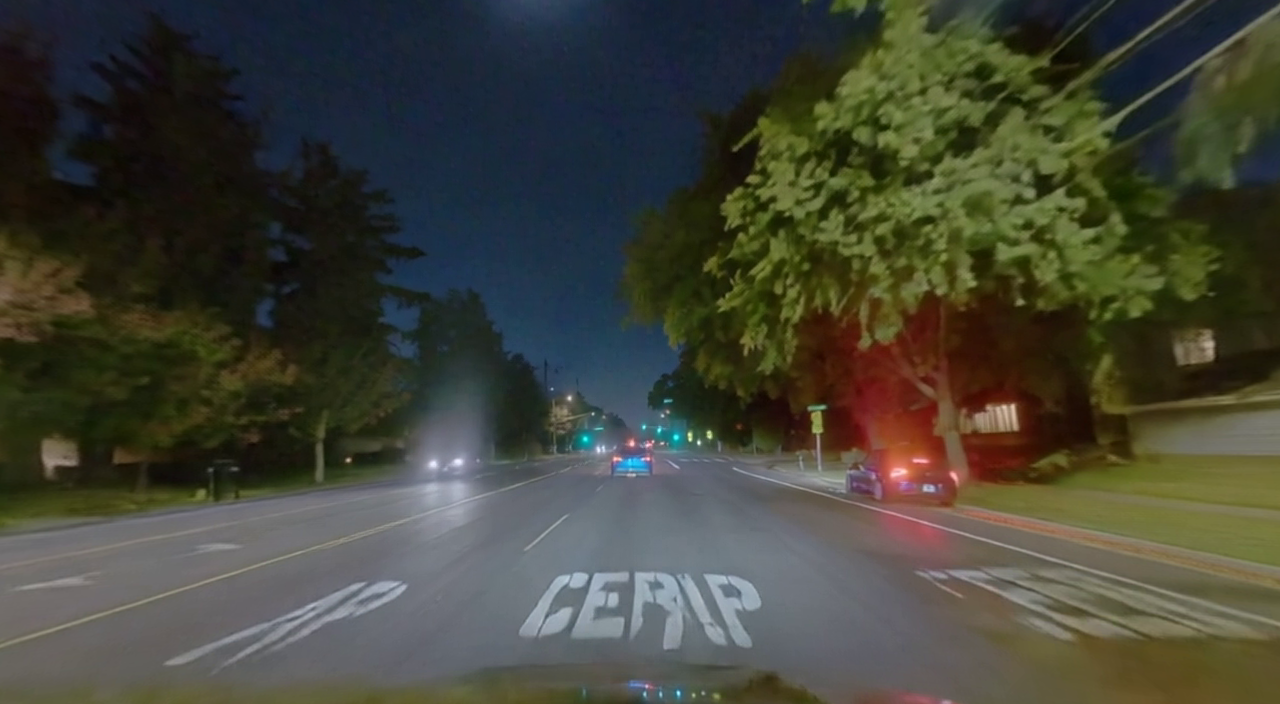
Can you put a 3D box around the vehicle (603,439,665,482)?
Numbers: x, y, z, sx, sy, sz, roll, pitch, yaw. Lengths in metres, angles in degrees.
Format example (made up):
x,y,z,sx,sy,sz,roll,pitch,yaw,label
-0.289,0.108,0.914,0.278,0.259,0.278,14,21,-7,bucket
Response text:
x,y,z,sx,sy,sz,roll,pitch,yaw,label
-0.264,4.170,24.622,2.158,1.469,4.909,0,-8,-1,vehicle

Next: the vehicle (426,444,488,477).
x,y,z,sx,sy,sz,roll,pitch,yaw,label
-9.232,5.488,32.133,1.945,1.530,3.740,-1,-8,1,vehicle
